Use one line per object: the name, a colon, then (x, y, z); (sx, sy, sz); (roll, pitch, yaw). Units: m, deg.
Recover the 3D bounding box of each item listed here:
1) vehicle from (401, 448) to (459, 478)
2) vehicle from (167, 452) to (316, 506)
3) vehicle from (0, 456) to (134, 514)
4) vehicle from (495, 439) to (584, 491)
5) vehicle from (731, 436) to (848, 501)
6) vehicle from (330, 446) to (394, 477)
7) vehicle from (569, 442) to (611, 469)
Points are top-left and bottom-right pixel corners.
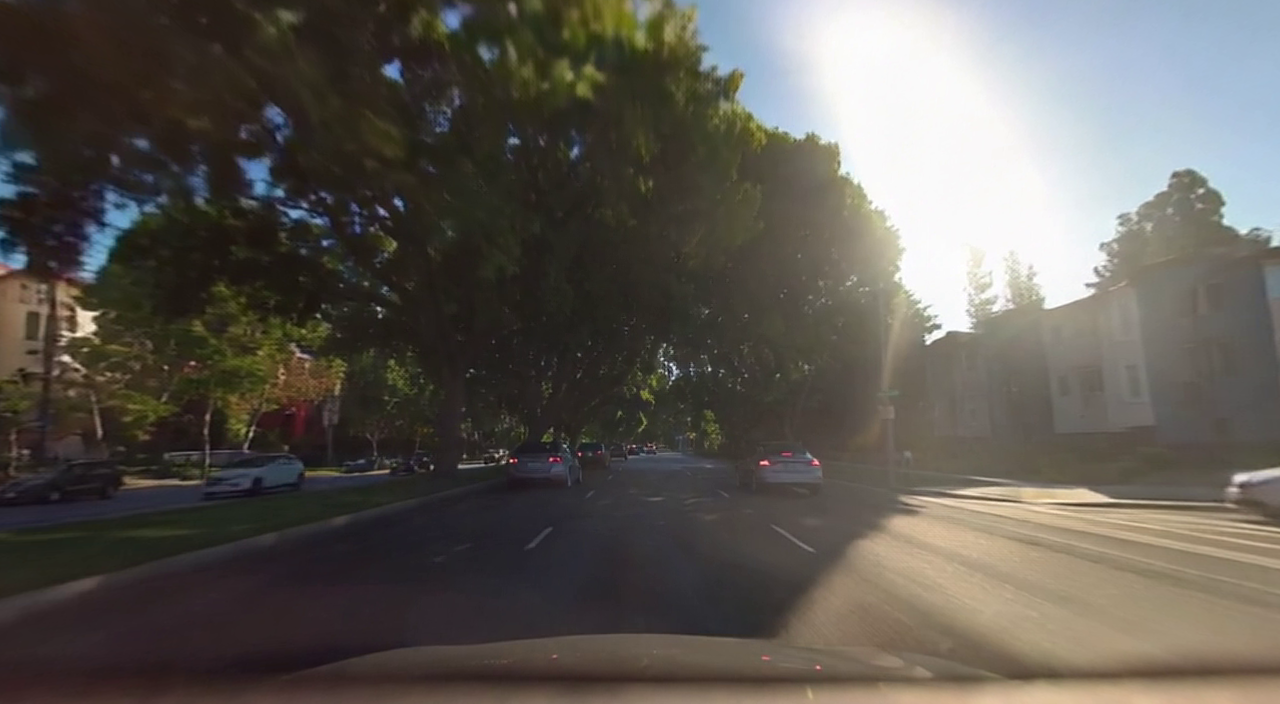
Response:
vehicle: (-11.820, 6.251, 35.784); (1.817, 1.547, 4.220); (0, -8, 0)
vehicle: (-12.563, 4.003, 20.302); (1.871, 1.478, 4.489); (0, -8, 0)
vehicle: (-22.431, 4.968, 24.138); (2.073, 1.878, 4.912); (0, -8, -2)
vehicle: (-3.118, 3.596, 20.476); (2.053, 1.480, 4.381); (0, -8, 2)
vehicle: (3.804, 3.050, 16.944); (2.010, 1.486, 4.498); (0, -8, 0)
vehicle: (-18.586, 7.314, 42.404); (2.032, 1.989, 4.727); (0, -8, 1)
vehicle: (-2.912, 6.164, 37.785); (1.988, 1.497, 4.404); (0, -8, 2)
